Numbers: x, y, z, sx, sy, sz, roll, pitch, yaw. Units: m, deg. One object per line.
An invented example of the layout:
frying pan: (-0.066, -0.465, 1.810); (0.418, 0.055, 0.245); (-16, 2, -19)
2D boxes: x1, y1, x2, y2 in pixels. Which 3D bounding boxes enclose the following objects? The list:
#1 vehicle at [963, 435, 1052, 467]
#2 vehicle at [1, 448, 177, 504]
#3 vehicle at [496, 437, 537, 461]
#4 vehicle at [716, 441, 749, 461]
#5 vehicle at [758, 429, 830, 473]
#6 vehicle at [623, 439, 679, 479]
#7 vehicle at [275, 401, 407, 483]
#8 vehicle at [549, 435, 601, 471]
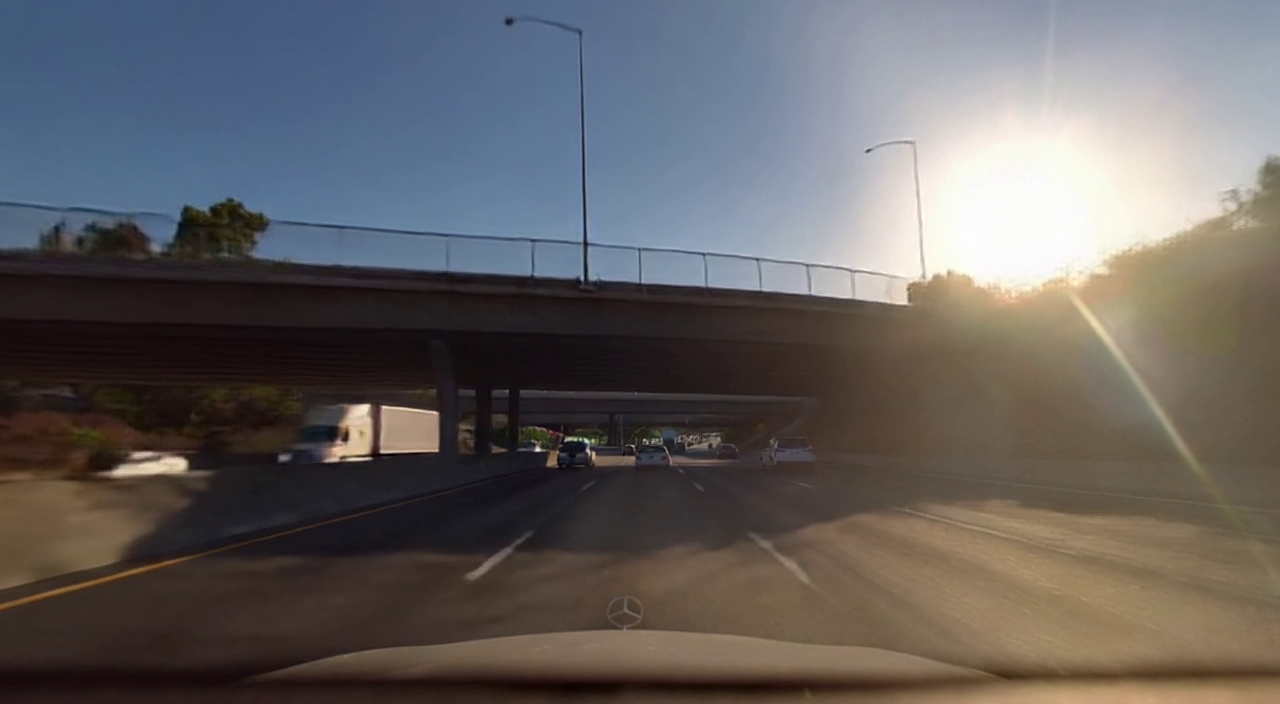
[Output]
vehicle: (20.731, 5.615, 35.862); (1.912, 1.652, 4.601); (1, -9, -6)
vehicle: (-19.596, 4.372, 22.801); (1.973, 1.775, 4.772); (0, -9, 1)
vehicle: (-9.039, 7.148, 46.440); (1.969, 1.668, 4.739); (-1, -9, 1)
vehicle: (7.270, 7.836, 49.967); (1.894, 1.511, 4.148); (0, -9, -1)
vehicle: (7.265, 4.752, 30.334); (2.094, 1.916, 5.099); (0, -9, 0)
vehicle: (0.422, 4.328, 25.685); (2.071, 1.464, 4.162); (0, -9, 0)
vehicle: (-15.979, 4.949, 34.696); (3.004, 3.919, 8.546); (0, -9, 0)
vehicle: (-3.286, 5.230, 32.731); (2.140, 1.720, 4.410); (0, -9, 1)
